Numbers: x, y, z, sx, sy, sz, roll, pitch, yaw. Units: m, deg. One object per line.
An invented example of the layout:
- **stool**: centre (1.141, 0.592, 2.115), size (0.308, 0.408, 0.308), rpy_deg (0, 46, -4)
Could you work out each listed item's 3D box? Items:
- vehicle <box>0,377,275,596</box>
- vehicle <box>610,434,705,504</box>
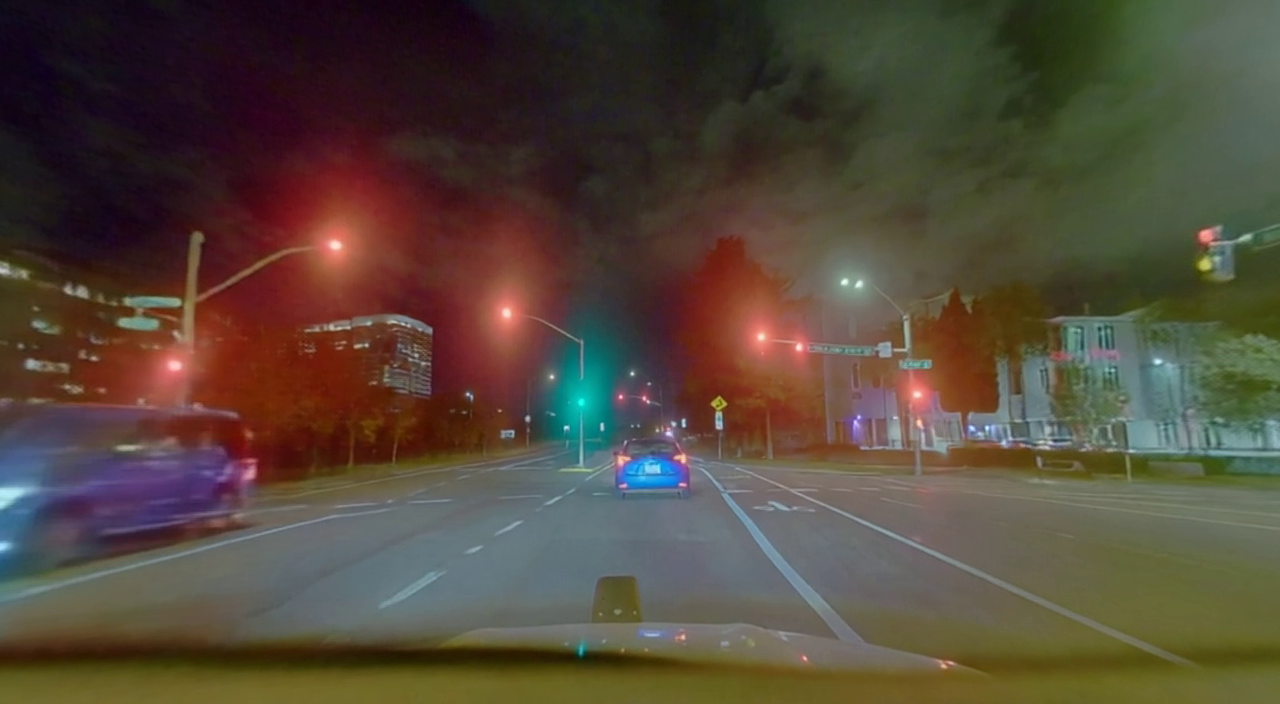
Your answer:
- **vehicle**: centre (-7.266, 1.572, 8.216), size (2.310, 2.045, 4.763), rpy_deg (0, -8, -3)
- **vehicle**: centre (0.388, 2.689, 15.031), size (1.950, 1.401, 4.159), rpy_deg (0, -8, 1)
